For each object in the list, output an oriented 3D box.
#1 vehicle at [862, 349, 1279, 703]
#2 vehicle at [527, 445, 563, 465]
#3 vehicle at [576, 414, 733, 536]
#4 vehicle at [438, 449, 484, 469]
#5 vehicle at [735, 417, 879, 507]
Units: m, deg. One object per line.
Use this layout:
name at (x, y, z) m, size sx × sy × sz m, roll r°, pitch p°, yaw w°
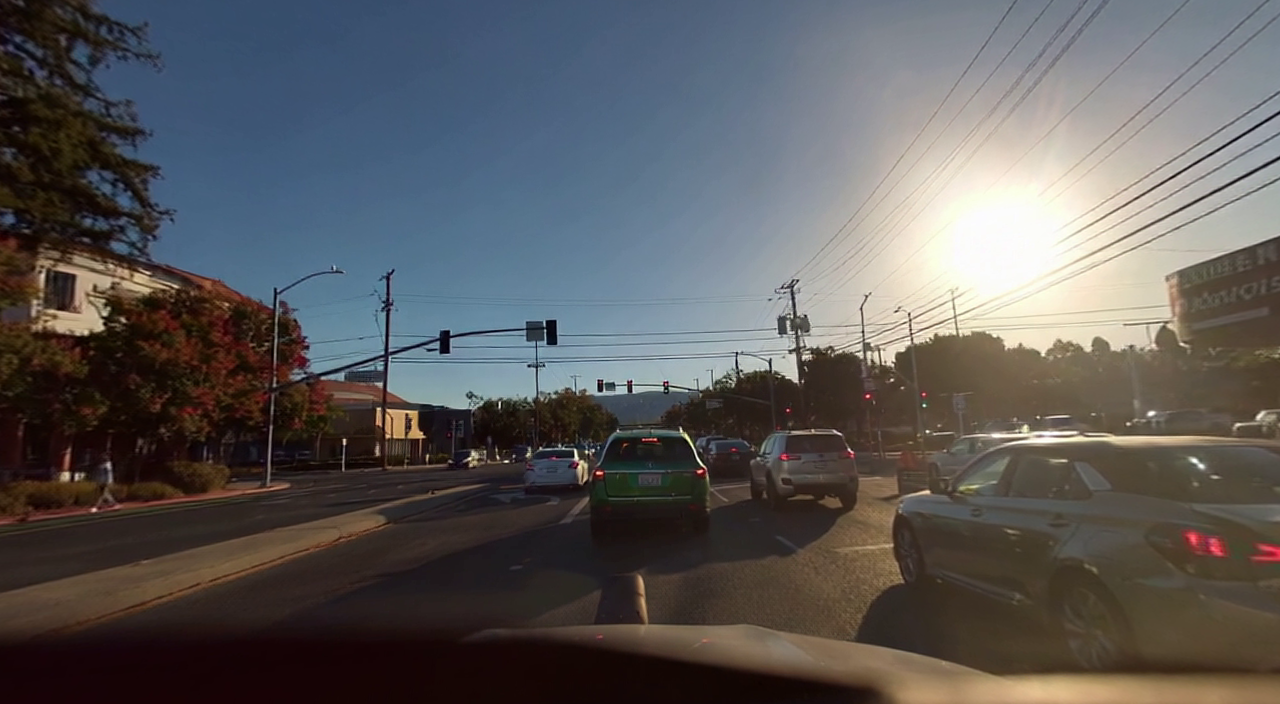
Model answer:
vehicle at (3.306, 1.101, 4.365) m, size 1.998 × 1.620 × 4.267 m, roll 0°, pitch -9°, yaw 1°
vehicle at (-7.225, 7.851, 48.450) m, size 2.057 × 1.461 × 4.485 m, roll 0°, pitch -9°, yaw 1°
vehicle at (0.195, 1.993, 10.753) m, size 2.149 × 1.668 × 3.962 m, roll 0°, pitch -9°, yaw 0°
vehicle at (-13.534, 8.092, 48.010) m, size 2.045 × 1.453 × 4.624 m, roll 0°, pitch -9°, yaw 1°
vehicle at (3.703, 2.564, 15.070) m, size 2.060 × 1.789 × 4.712 m, roll 0°, pitch -9°, yaw -1°
